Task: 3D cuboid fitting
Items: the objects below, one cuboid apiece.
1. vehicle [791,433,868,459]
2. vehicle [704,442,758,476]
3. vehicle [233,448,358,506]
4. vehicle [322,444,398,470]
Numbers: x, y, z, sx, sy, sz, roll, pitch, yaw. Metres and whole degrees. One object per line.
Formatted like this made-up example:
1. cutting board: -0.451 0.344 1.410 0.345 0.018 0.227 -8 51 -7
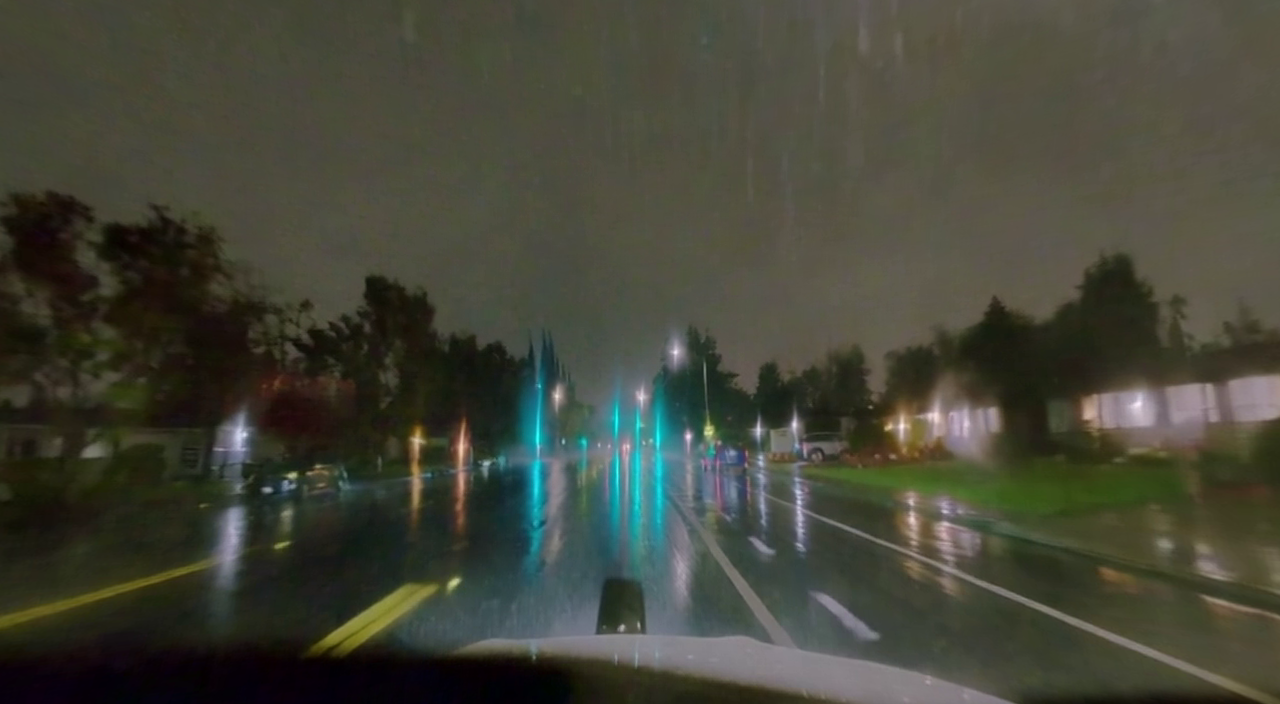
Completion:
1. vehicle: 13.363 6.683 44.810 4.852 1.760 1.999 0 -9 4
2. vehicle: 4.406 5.294 31.319 2.000 1.520 4.943 0 -10 0
3. vehicle: -12.438 4.475 23.230 2.034 1.646 4.808 -4 -7 -2
4. vehicle: -20.761 7.784 46.909 4.615 1.636 2.052 2 -8 4
